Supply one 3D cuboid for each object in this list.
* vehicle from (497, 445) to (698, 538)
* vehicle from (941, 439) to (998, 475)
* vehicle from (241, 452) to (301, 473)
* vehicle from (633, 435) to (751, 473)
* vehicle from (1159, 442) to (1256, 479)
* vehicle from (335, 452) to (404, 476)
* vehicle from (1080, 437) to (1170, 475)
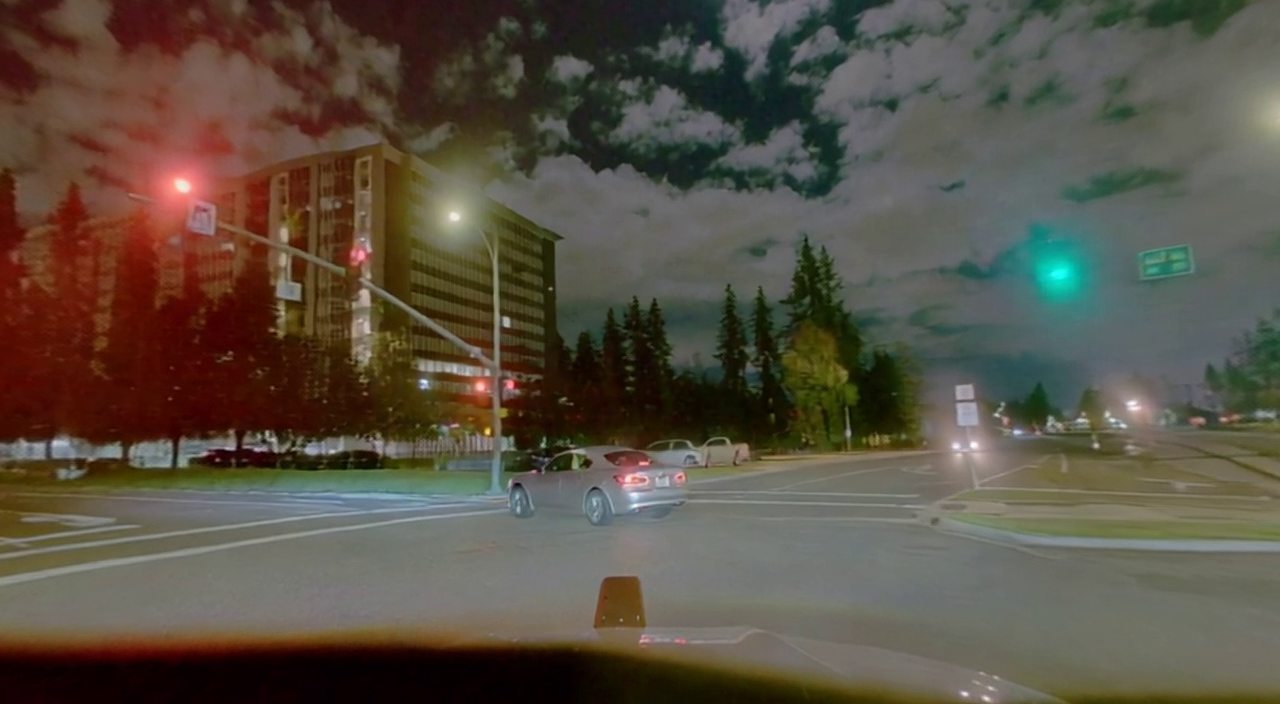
[{"bbox_3d":[-1.020,2.696,12.970,1.903,1.529,4.254,7,-11,-40],"label":"vehicle"},{"bbox_3d":[15.280,4.850,29.499,2.024,1.489,4.613,-4,-9,24],"label":"vehicle"},{"bbox_3d":[-26.678,7.991,45.759,1.627,1.392,3.330,-3,-9,24],"label":"vehicle"},{"bbox_3d":[2.802,5.503,34.342,6.021,1.868,2.172,-4,-9,24],"label":"vehicle"},{"bbox_3d":[23.263,4.427,26.092,1.889,1.358,3.751,-4,-9,25],"label":"vehicle"},{"bbox_3d":[-17.699,7.340,41.514,1.709,1.410,3.945,-3,-9,23],"label":"vehicle"},{"bbox_3d":[20.471,4.385,26.865,1.983,1.453,4.180,-3,-9,23],"label":"vehicle"}]
